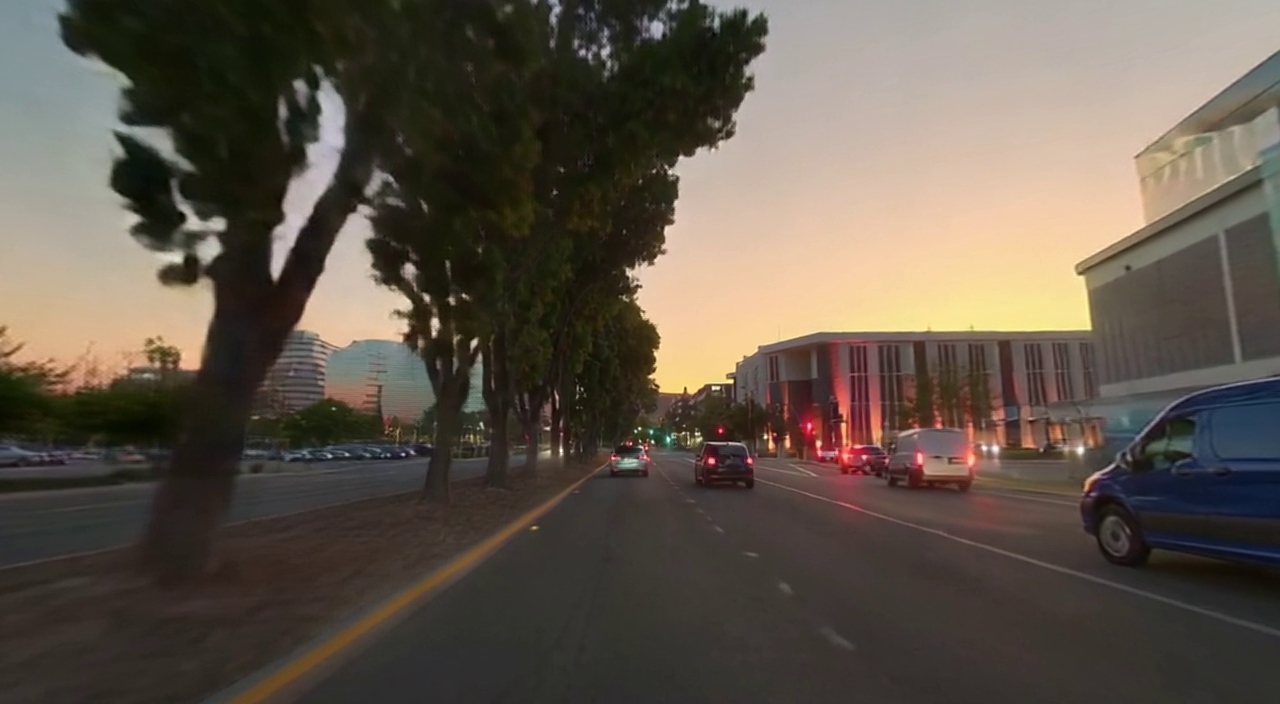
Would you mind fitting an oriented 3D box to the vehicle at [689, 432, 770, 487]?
[{"bbox_3d":[3.005,3.717,22.118,2.047,1.711,4.265,0,-8,-2],"label":"vehicle"}]

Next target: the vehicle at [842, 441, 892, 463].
[{"bbox_3d":[17.100,7.561,47.862,2.065,1.603,4.264,0,-8,-3],"label":"vehicle"}]

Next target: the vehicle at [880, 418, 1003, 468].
[{"bbox_3d":[17.642,5.355,37.150,5.907,2.777,2.431,0,-8,-2],"label":"vehicle"}]

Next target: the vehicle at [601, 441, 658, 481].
[{"bbox_3d":[-0.414,4.297,25.243,2.095,1.456,3.873,0,-8,-1],"label":"vehicle"}]

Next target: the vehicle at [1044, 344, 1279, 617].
[{"bbox_3d":[6.317,0.998,4.911,2.573,2.127,5.568,0,-8,-1],"label":"vehicle"}]
